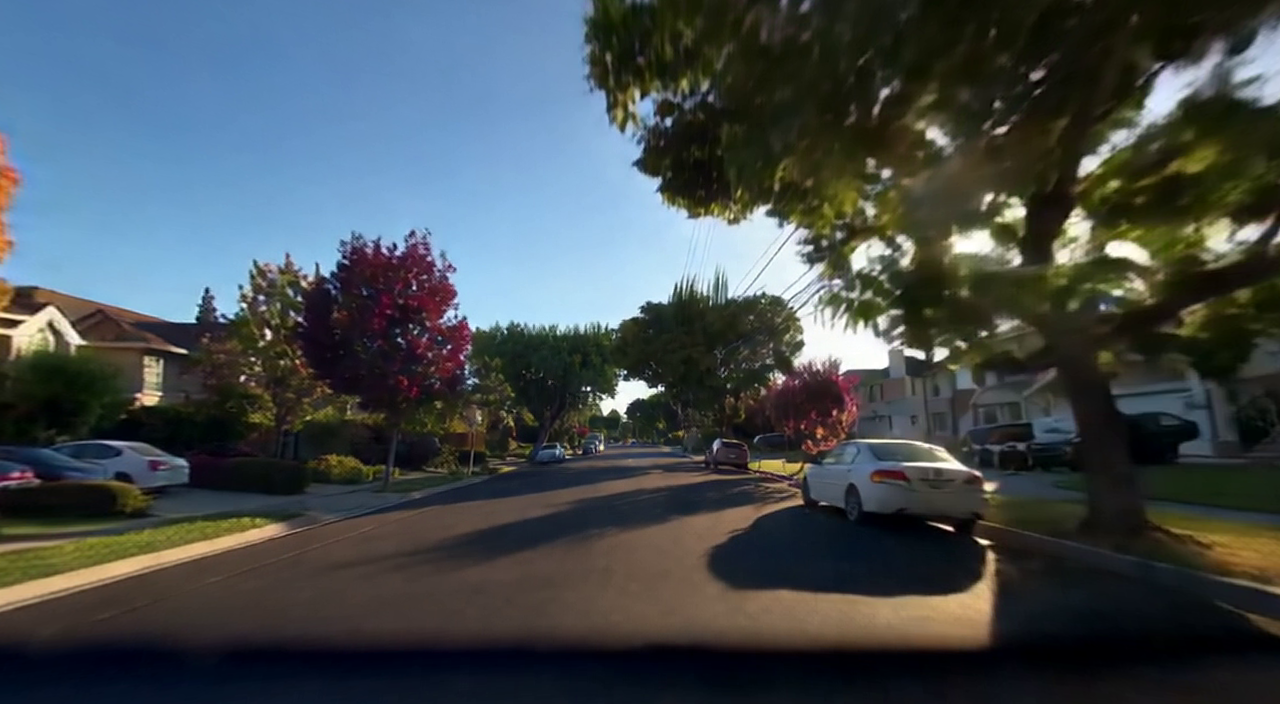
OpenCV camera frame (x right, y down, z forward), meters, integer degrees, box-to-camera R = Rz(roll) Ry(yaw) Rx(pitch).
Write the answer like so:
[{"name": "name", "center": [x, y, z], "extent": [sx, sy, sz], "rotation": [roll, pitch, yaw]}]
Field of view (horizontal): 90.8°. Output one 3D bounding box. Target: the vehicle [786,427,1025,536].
[{"name": "vehicle", "center": [4.209, 2.144, 11.208], "extent": [1.936, 1.464, 5.141], "rotation": [0, -8, -1]}]

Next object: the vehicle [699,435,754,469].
[{"name": "vehicle", "center": [4.218, 4.946, 31.428], "extent": [2.020, 1.558, 3.925], "rotation": [0, -8, -2]}]

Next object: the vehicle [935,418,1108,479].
[{"name": "vehicle", "center": [12.461, 3.137, 20.894], "extent": [4.329, 1.863, 2.059], "rotation": [-1, -6, 1]}]

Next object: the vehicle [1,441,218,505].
[{"name": "vehicle", "center": [-14.621, 3.334, 17.632], "extent": [4.245, 1.649, 1.935], "rotation": [0, -9, 0]}]

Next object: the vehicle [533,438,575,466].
[{"name": "vehicle", "center": [-5.739, 6.699, 42.659], "extent": [1.954, 1.551, 5.128], "rotation": [-3, -7, 1]}]
